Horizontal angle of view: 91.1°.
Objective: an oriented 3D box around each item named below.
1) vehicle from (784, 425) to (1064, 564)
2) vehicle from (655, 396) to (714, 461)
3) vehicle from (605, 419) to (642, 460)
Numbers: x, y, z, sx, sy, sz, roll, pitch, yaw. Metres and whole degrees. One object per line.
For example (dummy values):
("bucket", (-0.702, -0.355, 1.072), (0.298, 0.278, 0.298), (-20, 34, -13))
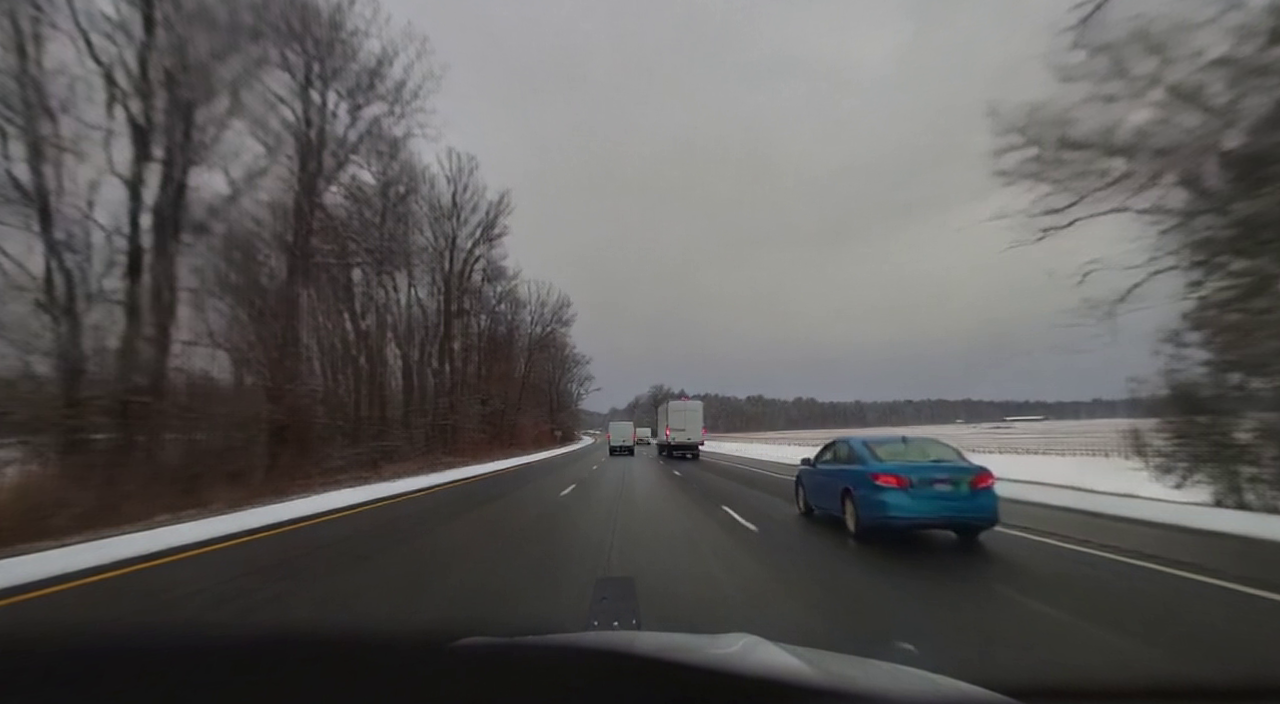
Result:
("vehicle", (3.629, 1.867, 9.145), (1.962, 1.508, 4.363), (0, -8, -1))
("vehicle", (2.981, 5.760, 46.606), (3.128, 4.087, 13.351), (0, -8, -1))
("vehicle", (-1.089, 6.029, 43.378), (2.389, 2.637, 5.437), (0, -8, -1))
